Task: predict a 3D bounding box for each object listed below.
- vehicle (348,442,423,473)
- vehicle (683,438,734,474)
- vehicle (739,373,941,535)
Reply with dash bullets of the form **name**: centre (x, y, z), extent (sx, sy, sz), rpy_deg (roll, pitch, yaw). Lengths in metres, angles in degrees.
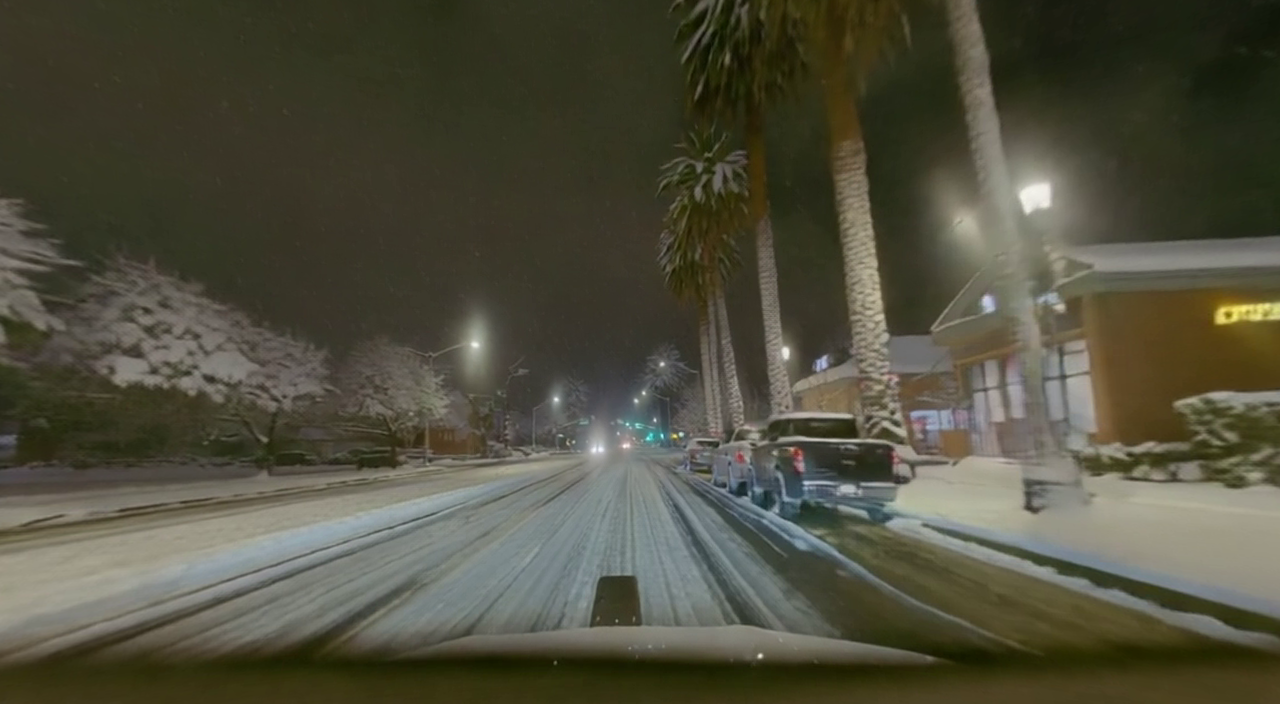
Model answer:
- **vehicle**: centre (-19.484, 8.003, 48.178), extent (6.167, 2.125, 2.526), rpy_deg (-7, -10, 38)
- **vehicle**: centre (3.586, 5.529, 33.745), extent (2.138, 1.743, 4.363), rpy_deg (0, -9, -1)
- **vehicle**: centre (3.606, 2.020, 12.872), extent (2.221, 2.552, 5.594), rpy_deg (0, -9, 0)
